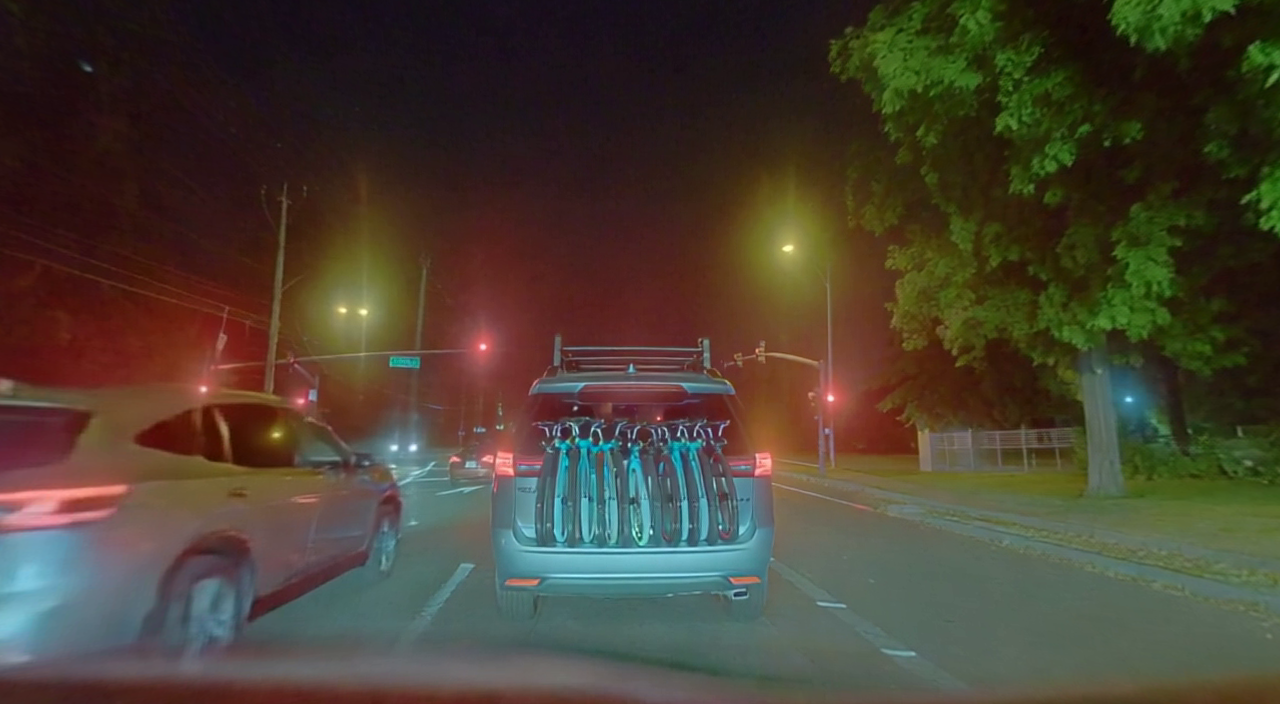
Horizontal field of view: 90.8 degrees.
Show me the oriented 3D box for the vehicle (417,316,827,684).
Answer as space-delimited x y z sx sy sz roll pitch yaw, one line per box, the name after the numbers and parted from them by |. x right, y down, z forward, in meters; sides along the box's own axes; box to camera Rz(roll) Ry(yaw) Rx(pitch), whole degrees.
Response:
-0.235 1.159 6.005 2.333 2.087 4.586 0 -8 -4 | vehicle

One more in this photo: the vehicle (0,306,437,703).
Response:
-3.570 1.128 4.997 2.337 1.858 5.409 0 -8 -3 | vehicle
